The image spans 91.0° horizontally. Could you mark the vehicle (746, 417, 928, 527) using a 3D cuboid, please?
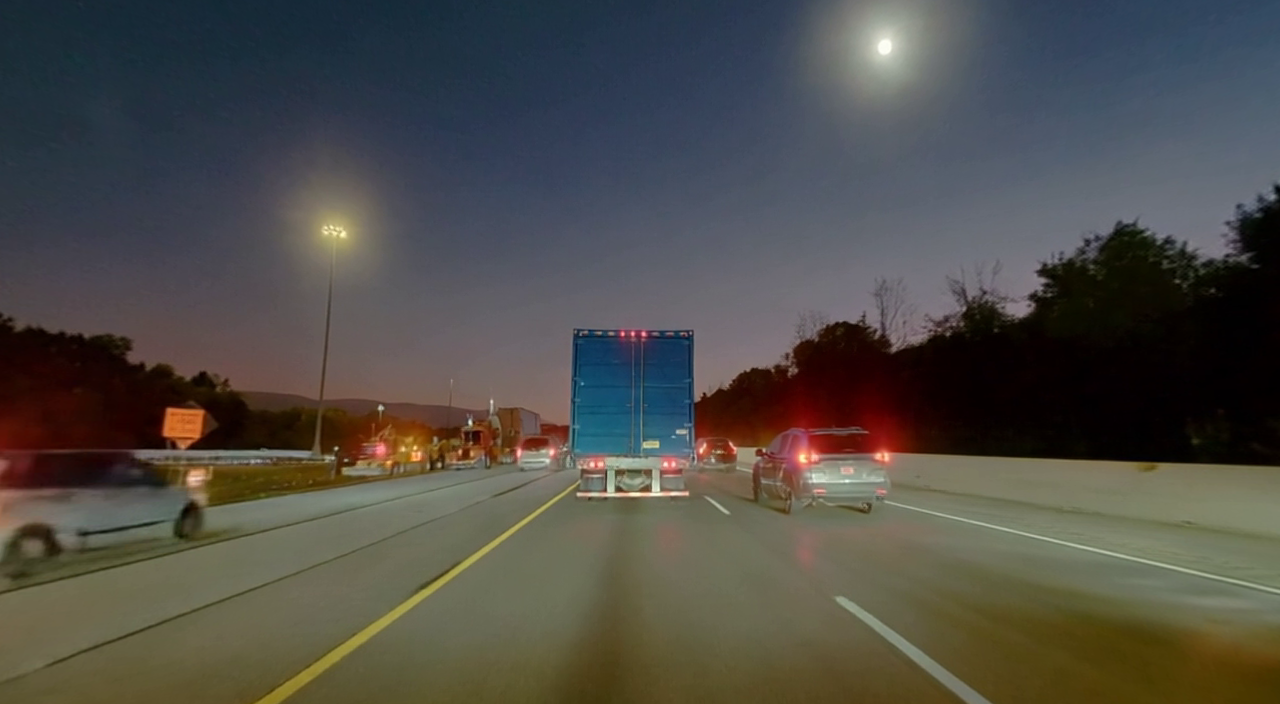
[{"bbox_3d":[3.459,2.211,12.063,2.103,1.713,4.173,0,-9,0],"label":"vehicle"}]

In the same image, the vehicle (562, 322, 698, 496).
[{"bbox_3d":[-0.201,2.028,19.419,3.067,3.940,10.154,0,-9,0],"label":"vehicle"}]

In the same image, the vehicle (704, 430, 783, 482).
[{"bbox_3d":[3.711,3.827,23.366,1.998,1.713,4.149,1,-9,-4],"label":"vehicle"}]

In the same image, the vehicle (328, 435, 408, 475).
[{"bbox_3d":[-13.020,4.933,30.537,2.054,1.708,4.663,3,-8,-4],"label":"vehicle"}]

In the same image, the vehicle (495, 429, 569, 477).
[{"bbox_3d":[-4.246,4.079,25.572,2.095,1.736,4.529,0,-9,1],"label":"vehicle"}]

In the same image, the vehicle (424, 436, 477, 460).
[{"bbox_3d":[-12.578,6.401,41.995,1.887,1.511,4.152,-1,-9,6],"label":"vehicle"}]
